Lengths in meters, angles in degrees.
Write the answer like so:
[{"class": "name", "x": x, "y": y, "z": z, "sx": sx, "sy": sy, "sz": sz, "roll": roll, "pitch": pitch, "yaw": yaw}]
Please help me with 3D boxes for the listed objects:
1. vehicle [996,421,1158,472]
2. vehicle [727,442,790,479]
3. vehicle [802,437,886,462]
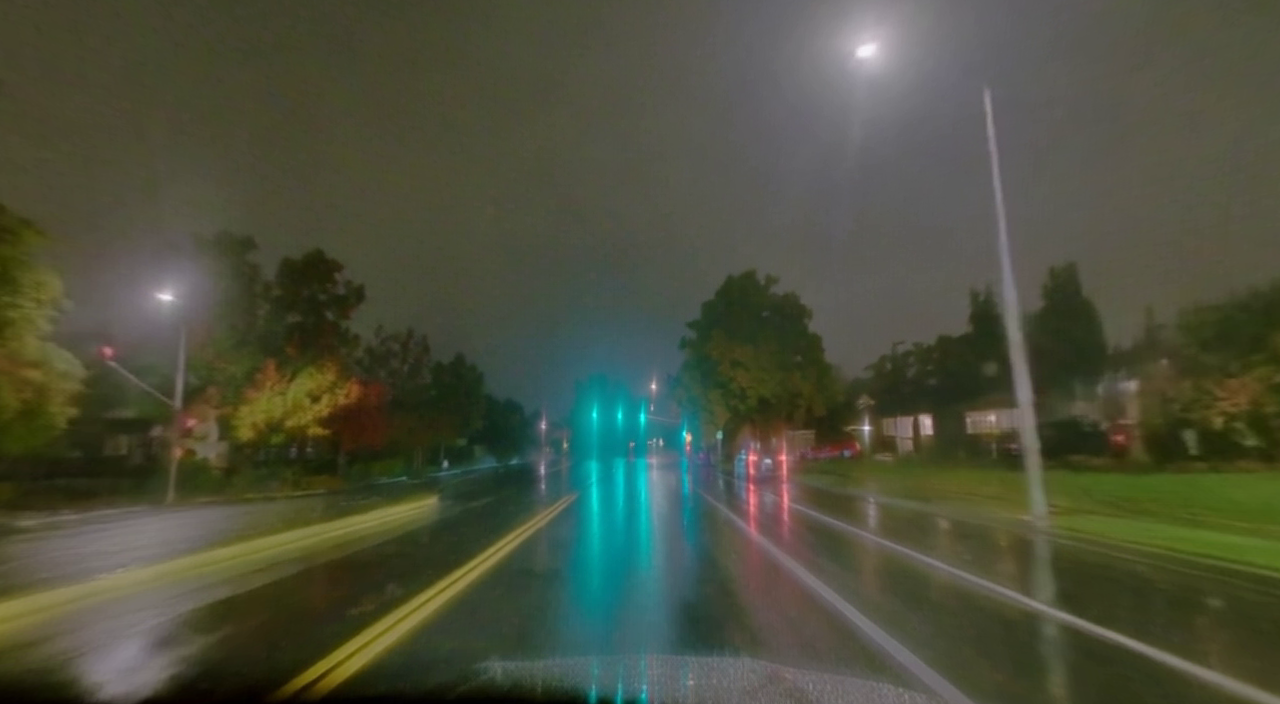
[{"class": "vehicle", "x": 14.036, "y": 3.064, "z": 20.453, "sx": 3.745, "sy": 1.540, "sz": 1.951, "roll": 0, "pitch": -8, "yaw": 1}, {"class": "vehicle", "x": 5.265, "y": 4.879, "z": 28.675, "sx": 2.032, "sy": 1.478, "sz": 5.040, "roll": 0, "pitch": -8, "yaw": 2}, {"class": "vehicle", "x": 12.396, "y": 5.949, "z": 38.534, "sx": 4.502, "sy": 1.470, "sz": 1.839, "roll": 0, "pitch": -8, "yaw": -1}]
